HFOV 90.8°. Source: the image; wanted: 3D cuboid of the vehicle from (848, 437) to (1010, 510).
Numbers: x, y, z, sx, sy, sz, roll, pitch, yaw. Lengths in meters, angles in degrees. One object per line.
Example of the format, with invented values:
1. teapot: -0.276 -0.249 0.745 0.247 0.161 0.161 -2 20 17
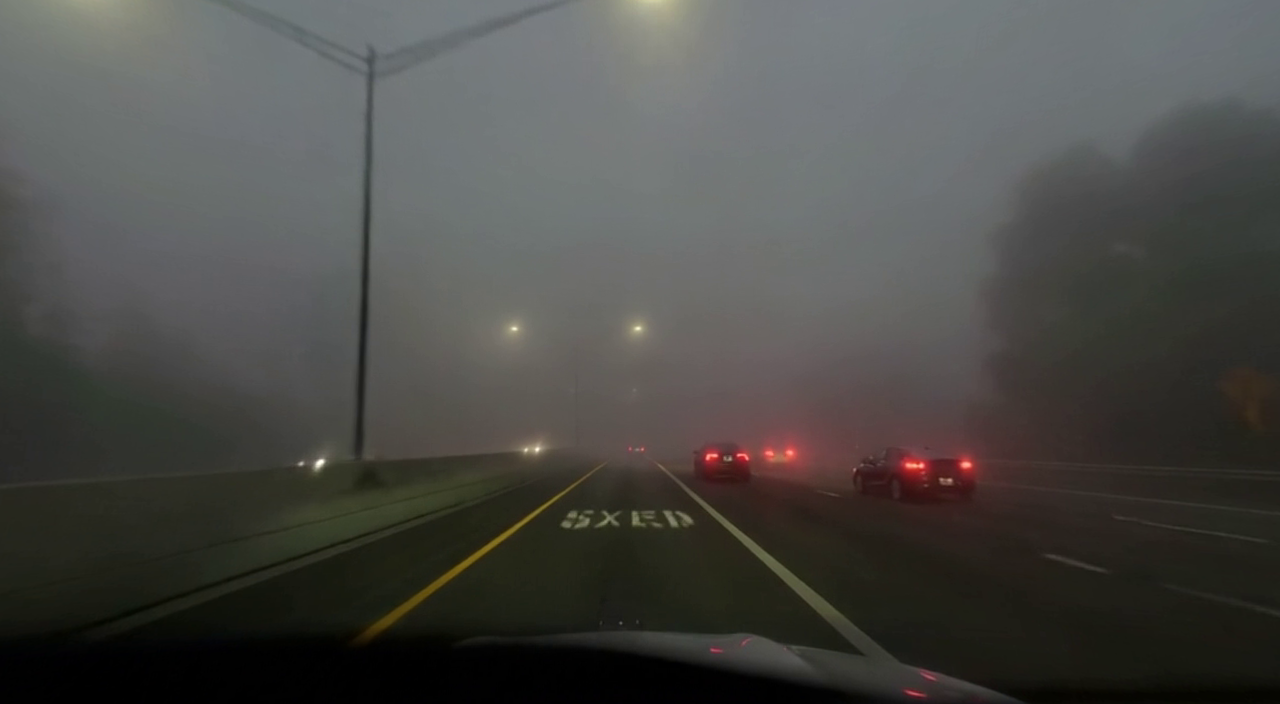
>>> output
1. vehicle: 6.814 2.894 15.467 2.038 1.528 3.910 0 -9 -1

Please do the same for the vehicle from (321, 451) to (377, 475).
1. vehicle: -18.101 6.904 39.451 1.786 1.293 3.624 1 -8 -1

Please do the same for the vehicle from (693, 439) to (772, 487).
1. vehicle: 3.196 3.944 22.740 2.056 1.553 4.320 0 -9 -1
